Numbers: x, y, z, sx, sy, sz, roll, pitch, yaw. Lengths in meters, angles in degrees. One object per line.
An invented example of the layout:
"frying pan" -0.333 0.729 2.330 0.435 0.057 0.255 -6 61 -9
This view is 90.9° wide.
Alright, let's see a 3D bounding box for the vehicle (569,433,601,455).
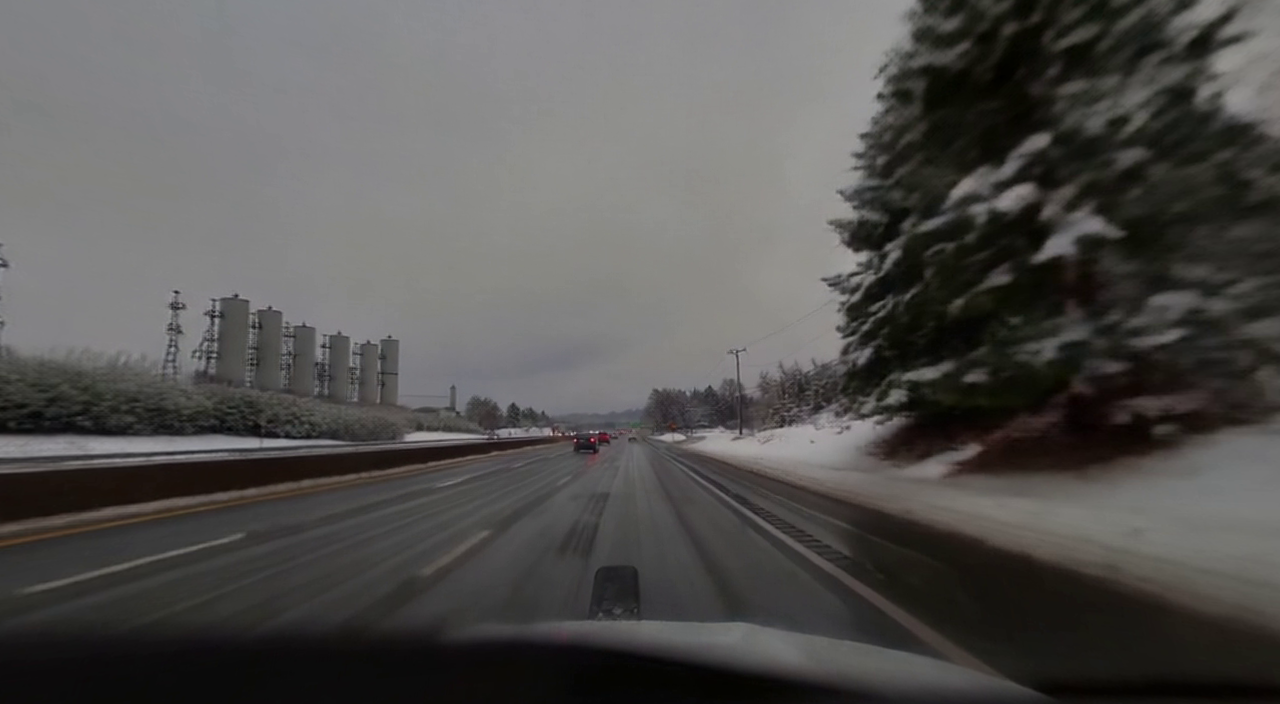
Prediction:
"vehicle" -3.895 6.584 45.160 1.952 1.462 3.969 0 -8 -1
